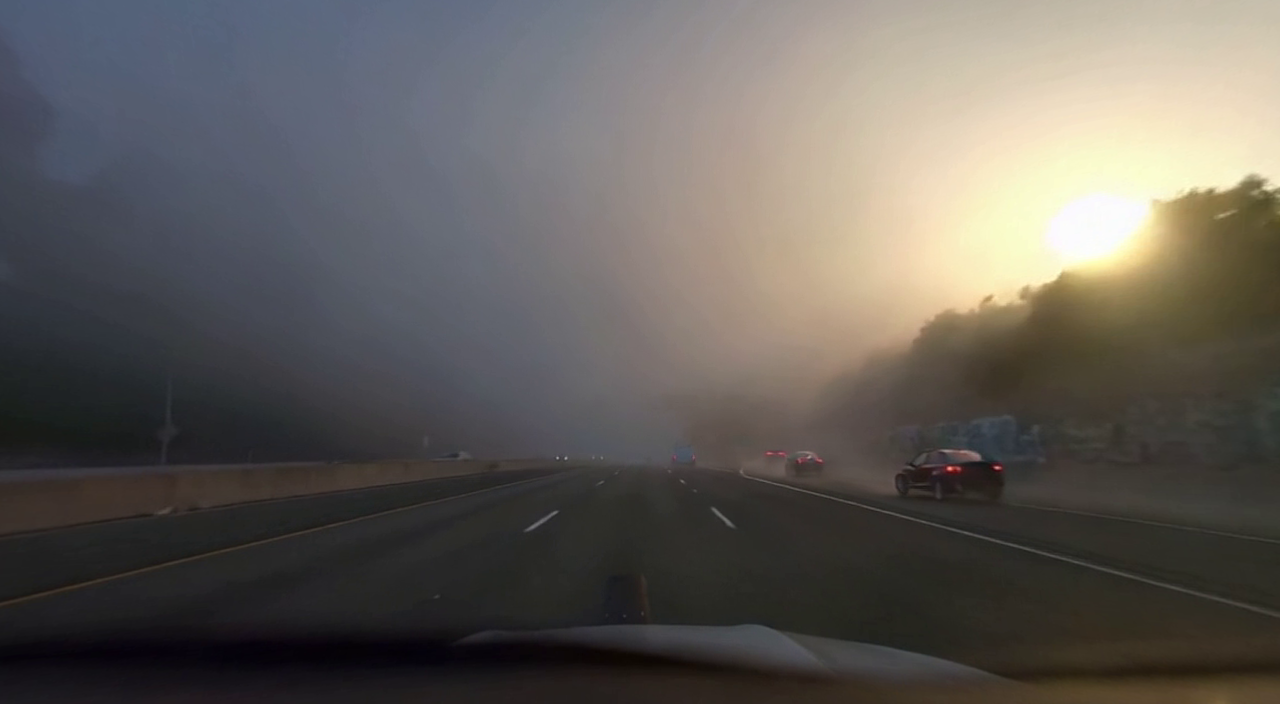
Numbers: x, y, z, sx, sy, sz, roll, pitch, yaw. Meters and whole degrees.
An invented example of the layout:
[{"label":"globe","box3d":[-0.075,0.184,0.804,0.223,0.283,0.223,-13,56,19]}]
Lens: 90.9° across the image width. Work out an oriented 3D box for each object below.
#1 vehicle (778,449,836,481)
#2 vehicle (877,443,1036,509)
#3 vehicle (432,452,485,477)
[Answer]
[{"label":"vehicle","box3d":[8.485,5.774,32.487,1.842,1.475,4.479,0,-9,1]},{"label":"vehicle","box3d":[8.187,3.224,16.883,1.907,1.495,4.517,0,-9,0]},{"label":"vehicle","box3d":[-11.532,7.179,40.270,1.957,1.454,4.414,-1,-9,2]}]
